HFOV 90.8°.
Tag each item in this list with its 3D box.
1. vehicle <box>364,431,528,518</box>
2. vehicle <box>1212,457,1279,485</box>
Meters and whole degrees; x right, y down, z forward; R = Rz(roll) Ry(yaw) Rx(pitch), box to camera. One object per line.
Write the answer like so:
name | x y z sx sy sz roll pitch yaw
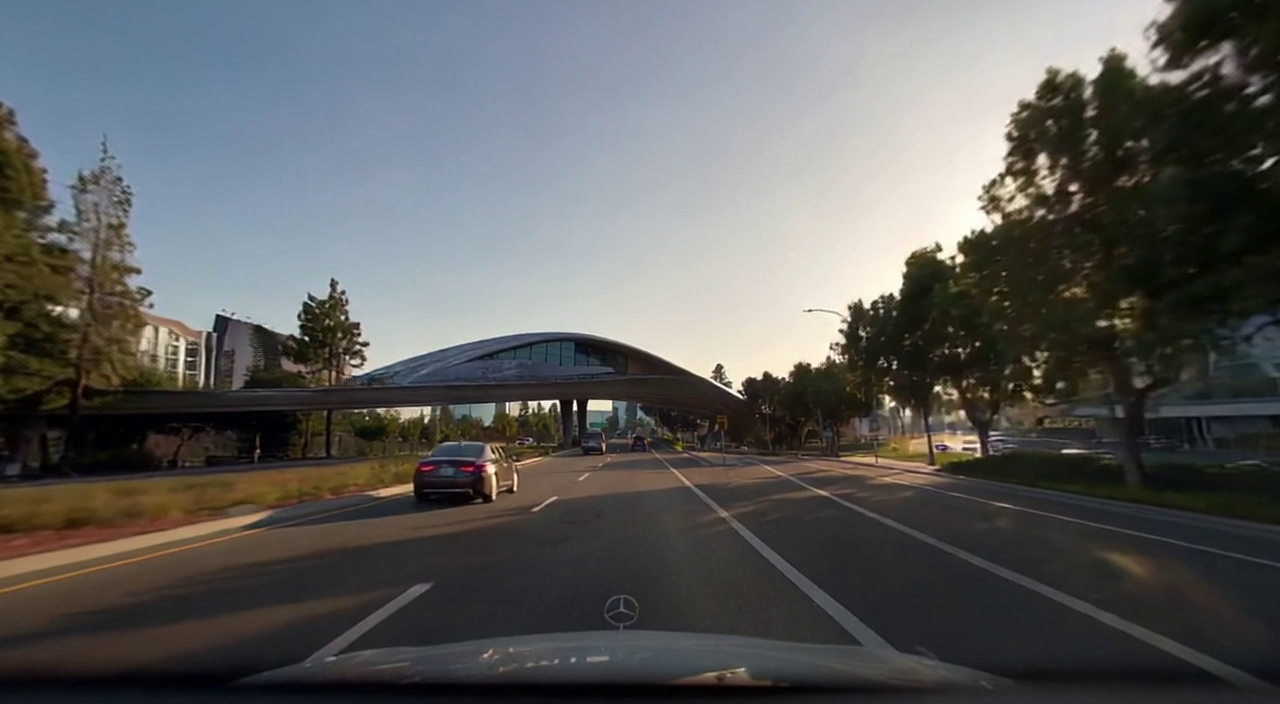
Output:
vehicle | -3.854 2.504 13.551 1.984 1.521 4.682 0 -8 1
vehicle | 38.008 7.240 38.641 4.574 1.560 1.967 1 -9 -12
